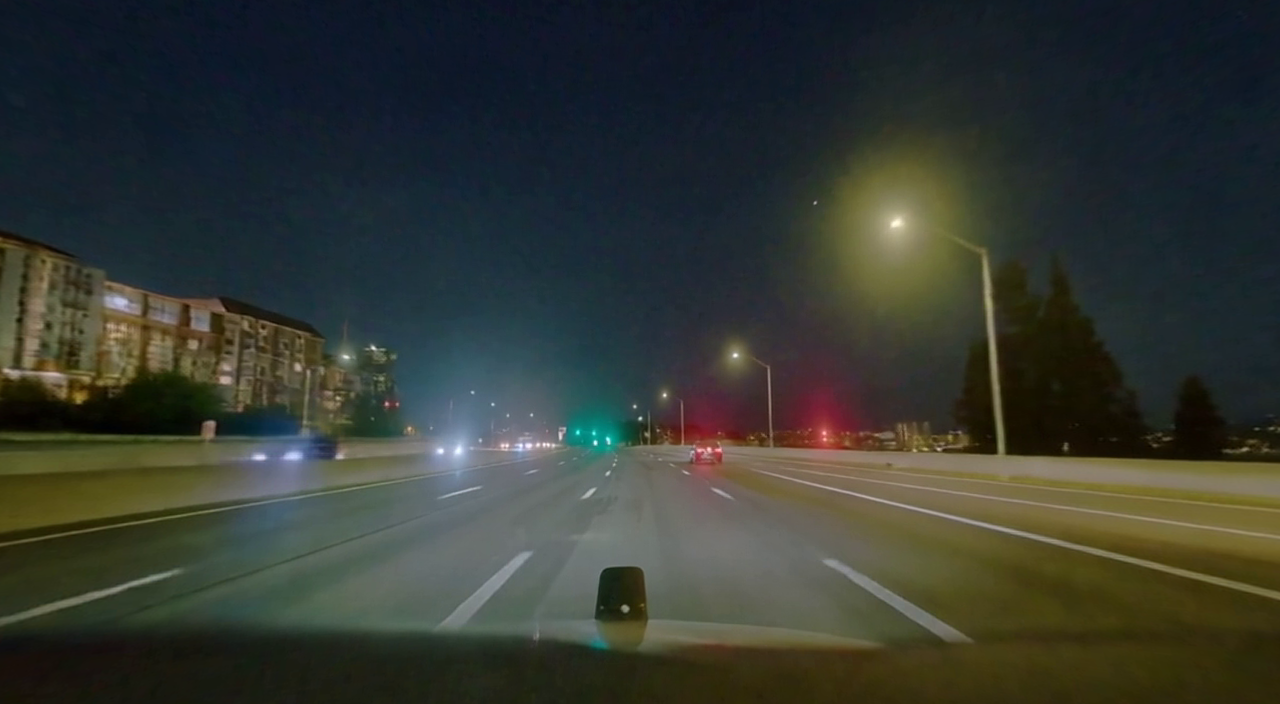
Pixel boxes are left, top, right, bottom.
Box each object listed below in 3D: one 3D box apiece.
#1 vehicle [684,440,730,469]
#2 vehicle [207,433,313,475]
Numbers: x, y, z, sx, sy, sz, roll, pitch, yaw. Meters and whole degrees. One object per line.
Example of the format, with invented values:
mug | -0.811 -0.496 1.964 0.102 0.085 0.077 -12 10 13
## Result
vehicle | 3.667 5.696 35.197 1.926 1.477 4.025 0 -8 -2
vehicle | -16.632 4.480 27.910 2.018 1.703 4.295 0 -8 -1
